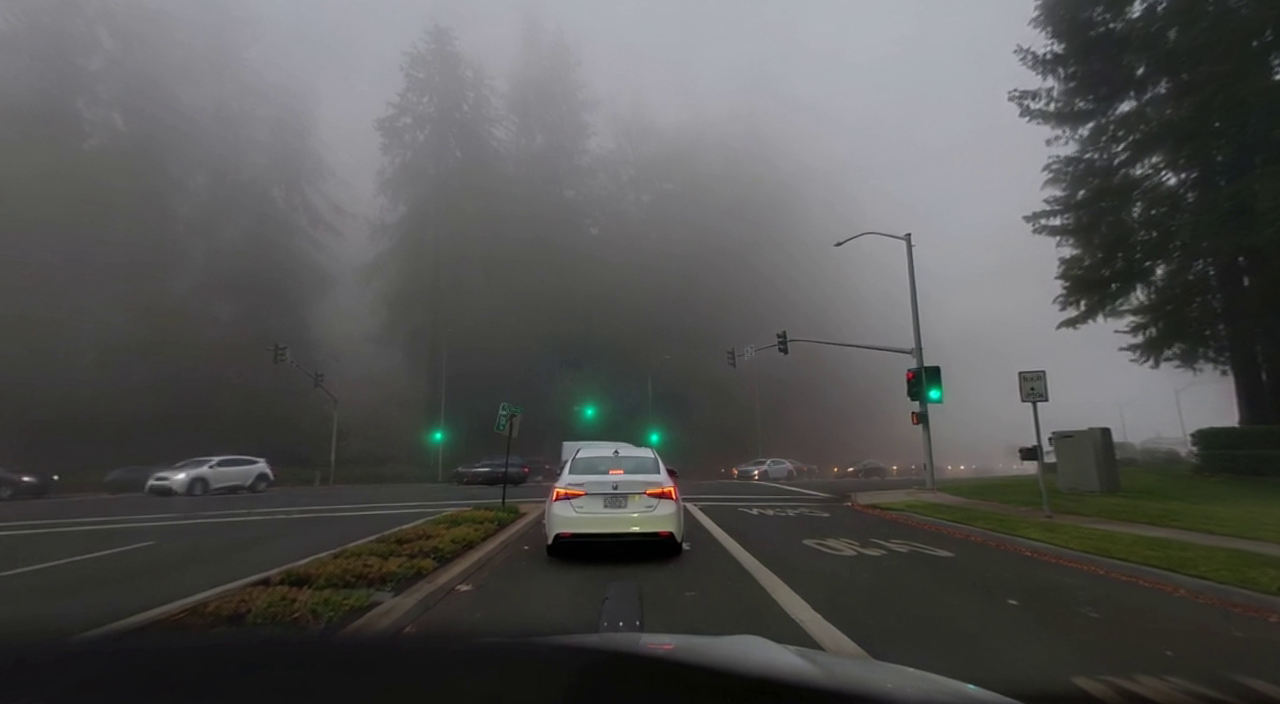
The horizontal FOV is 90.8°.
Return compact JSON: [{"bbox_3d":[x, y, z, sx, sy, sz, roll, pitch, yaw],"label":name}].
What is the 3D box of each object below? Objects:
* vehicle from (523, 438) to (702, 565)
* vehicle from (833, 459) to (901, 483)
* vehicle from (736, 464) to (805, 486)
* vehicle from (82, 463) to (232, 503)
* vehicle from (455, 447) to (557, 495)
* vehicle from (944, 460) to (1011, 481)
[{"bbox_3d":[-0.370,2.090,9.669,2.112,1.479,4.264,0,-9,-1],"label":"vehicle"},{"bbox_3d":[16.479,8.615,45.895,4.337,1.637,1.860,2,-9,-16],"label":"vehicle"},{"bbox_3d":[9.064,8.532,43.891,4.254,1.359,1.895,2,-9,-16],"label":"vehicle"},{"bbox_3d":[-20.085,5.448,26.498,4.548,1.449,1.802,2,-9,-13],"label":"vehicle"},{"bbox_3d":[-5.663,4.886,26.334,2.175,1.789,4.355,8,-12,-42],"label":"vehicle"},{"bbox_3d":[25.930,9.084,48.586,4.358,1.471,1.875,2,-9,-16],"label":"vehicle"}]
